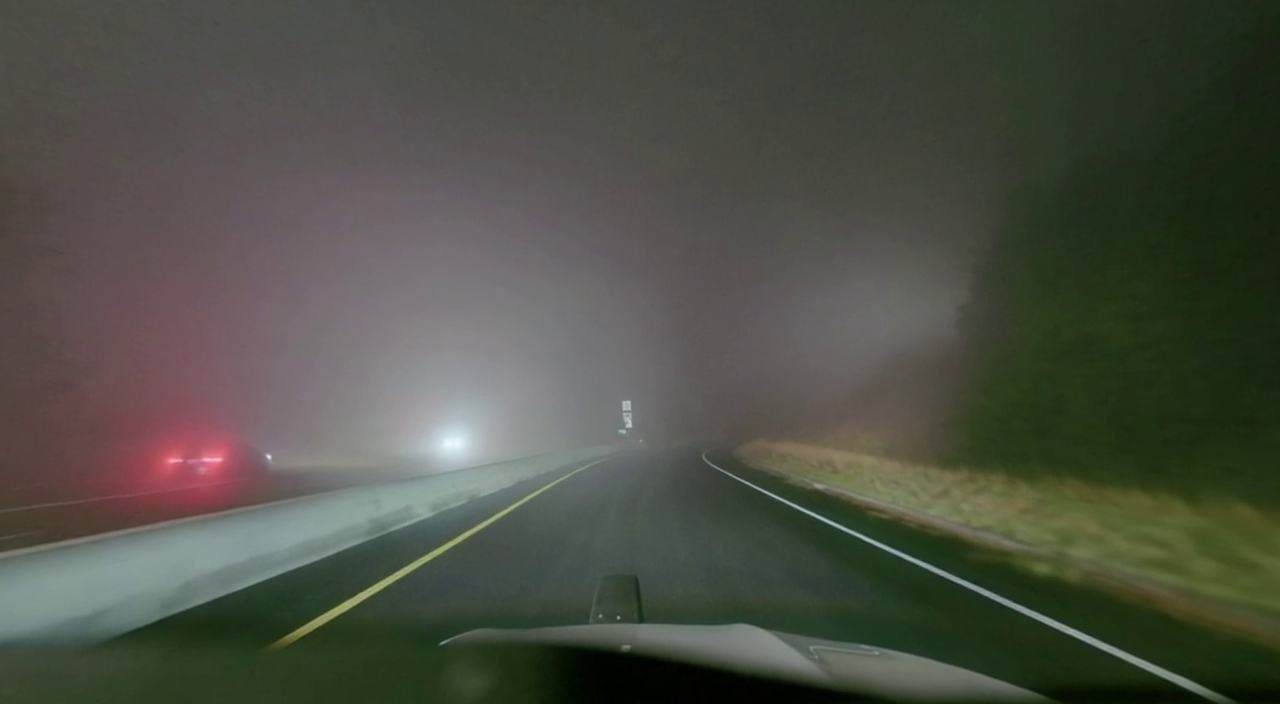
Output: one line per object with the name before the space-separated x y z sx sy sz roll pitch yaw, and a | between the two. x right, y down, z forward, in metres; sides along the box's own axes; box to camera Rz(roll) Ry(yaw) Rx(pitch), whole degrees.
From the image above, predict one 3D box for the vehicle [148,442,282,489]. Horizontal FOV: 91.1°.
vehicle | -14.781 3.915 22.192 1.895 1.451 4.168 0 -8 -2
